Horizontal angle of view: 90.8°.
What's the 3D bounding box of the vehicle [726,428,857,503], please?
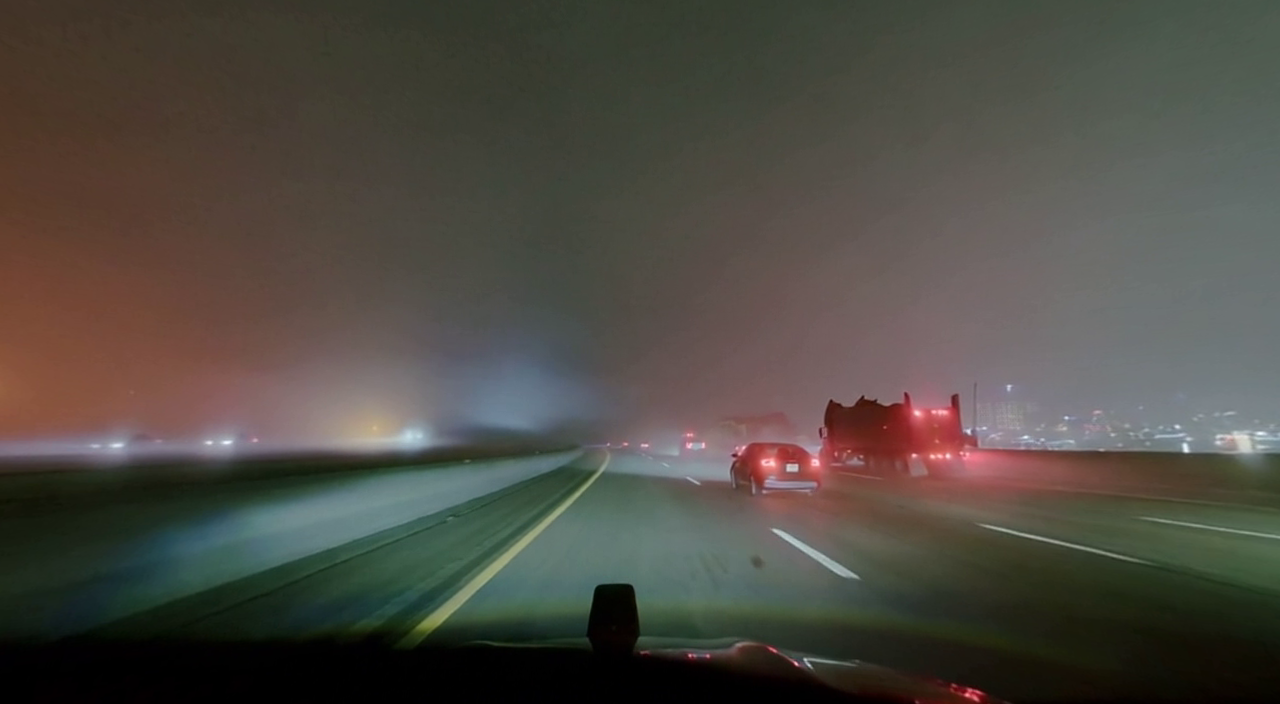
[{"bbox_3d":[3.889,3.017,17.237,2.305,1.729,4.526,0,-8,-2],"label":"vehicle"}]
